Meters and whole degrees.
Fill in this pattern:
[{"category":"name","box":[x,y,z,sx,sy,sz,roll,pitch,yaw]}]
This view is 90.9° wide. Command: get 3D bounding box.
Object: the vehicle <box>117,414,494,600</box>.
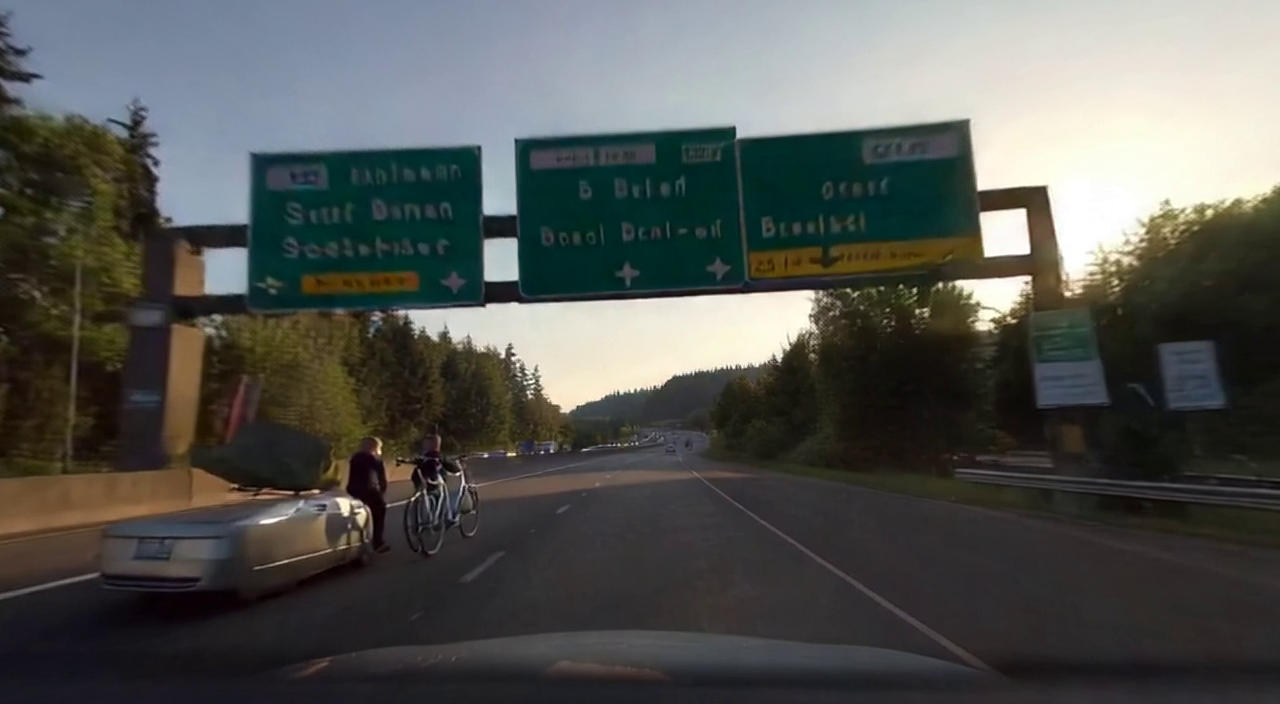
[{"category":"vehicle","box":[-3.336,1.650,7.561,2.108,1.557,4.344,0,-9,0]}]
